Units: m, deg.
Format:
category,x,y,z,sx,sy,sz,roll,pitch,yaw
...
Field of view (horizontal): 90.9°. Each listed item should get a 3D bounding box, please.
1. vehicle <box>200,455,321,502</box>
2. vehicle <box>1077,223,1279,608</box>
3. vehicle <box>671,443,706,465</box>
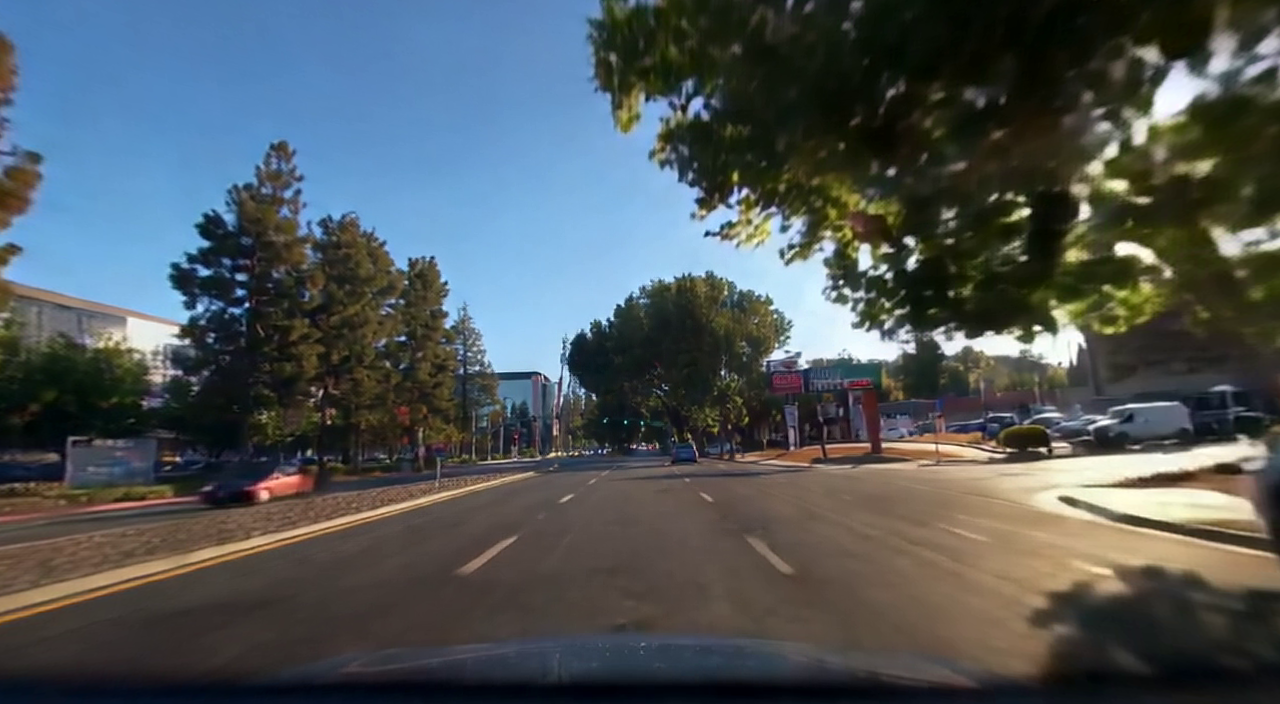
category,x,y,z,sx,sy,sz,roll,pitch,yaw
vehicle,-13.633,4.540,23.007,1.887,1.470,4.240,0,-8,-2
vehicle,6.780,0.228,3.222,3.013,3.152,8.476,0,-8,1
vehicle,3.351,7.171,44.369,2.057,1.470,4.454,0,-8,0
